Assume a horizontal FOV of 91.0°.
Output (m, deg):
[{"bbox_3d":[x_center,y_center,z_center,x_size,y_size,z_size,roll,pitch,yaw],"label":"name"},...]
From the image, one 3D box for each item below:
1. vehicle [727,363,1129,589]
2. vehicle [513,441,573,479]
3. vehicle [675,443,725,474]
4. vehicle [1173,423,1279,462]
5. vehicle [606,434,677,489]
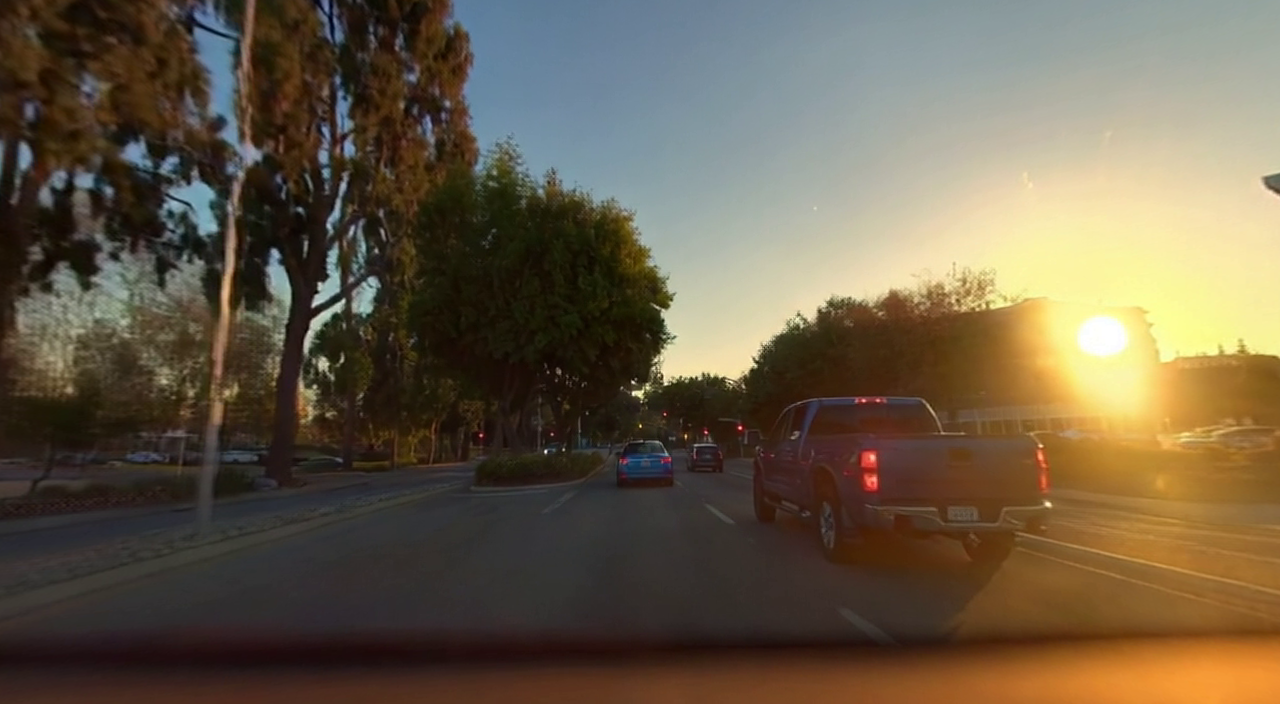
[{"bbox_3d":[3.125,1.606,8.993,2.731,2.101,6.047,0,-8,-2],"label":"vehicle"},{"bbox_3d":[-4.057,4.603,27.021,1.960,1.475,4.161,0,-8,0],"label":"vehicle"},{"bbox_3d":[2.943,5.323,31.733,1.970,1.464,4.249,0,-9,-2],"label":"vehicle"},{"bbox_3d":[28.851,4.395,30.584,3.992,1.669,1.803,-3,-9,4],"label":"vehicle"},{"bbox_3d":[-0.001,3.605,21.058,2.145,1.650,4.021,0,-8,-2],"label":"vehicle"}]
